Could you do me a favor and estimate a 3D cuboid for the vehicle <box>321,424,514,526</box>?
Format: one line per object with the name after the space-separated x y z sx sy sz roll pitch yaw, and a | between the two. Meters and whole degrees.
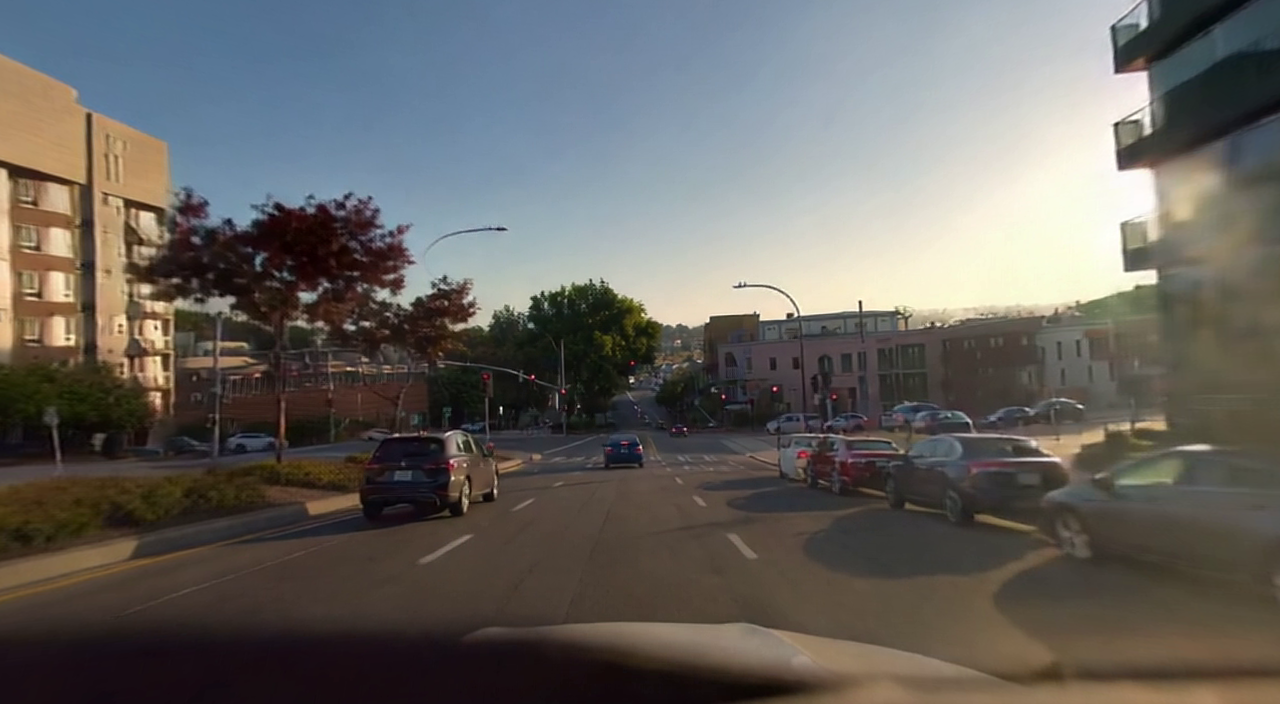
-3.807 2.186 11.803 1.934 1.522 4.464 0 -8 1 | vehicle

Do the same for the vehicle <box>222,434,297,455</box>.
-28.374 6.917 47.181 4.453 1.471 1.921 -1 -8 4 | vehicle

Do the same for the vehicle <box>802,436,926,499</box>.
5.986 3.115 17.476 1.959 1.513 4.104 0 -8 1 | vehicle

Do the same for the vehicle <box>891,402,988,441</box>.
21.322 4.990 45.077 5.756 2.653 2.403 2 -9 -12 | vehicle

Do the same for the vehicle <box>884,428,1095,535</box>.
6.121 2.274 11.646 1.877 1.642 3.572 0 -8 2 | vehicle

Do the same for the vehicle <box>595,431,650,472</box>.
-0.656 4.048 25.785 2.082 1.520 3.896 0 -8 0 | vehicle

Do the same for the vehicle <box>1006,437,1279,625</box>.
6.114 1.602 6.222 2.089 1.488 4.663 0 -8 -2 | vehicle
